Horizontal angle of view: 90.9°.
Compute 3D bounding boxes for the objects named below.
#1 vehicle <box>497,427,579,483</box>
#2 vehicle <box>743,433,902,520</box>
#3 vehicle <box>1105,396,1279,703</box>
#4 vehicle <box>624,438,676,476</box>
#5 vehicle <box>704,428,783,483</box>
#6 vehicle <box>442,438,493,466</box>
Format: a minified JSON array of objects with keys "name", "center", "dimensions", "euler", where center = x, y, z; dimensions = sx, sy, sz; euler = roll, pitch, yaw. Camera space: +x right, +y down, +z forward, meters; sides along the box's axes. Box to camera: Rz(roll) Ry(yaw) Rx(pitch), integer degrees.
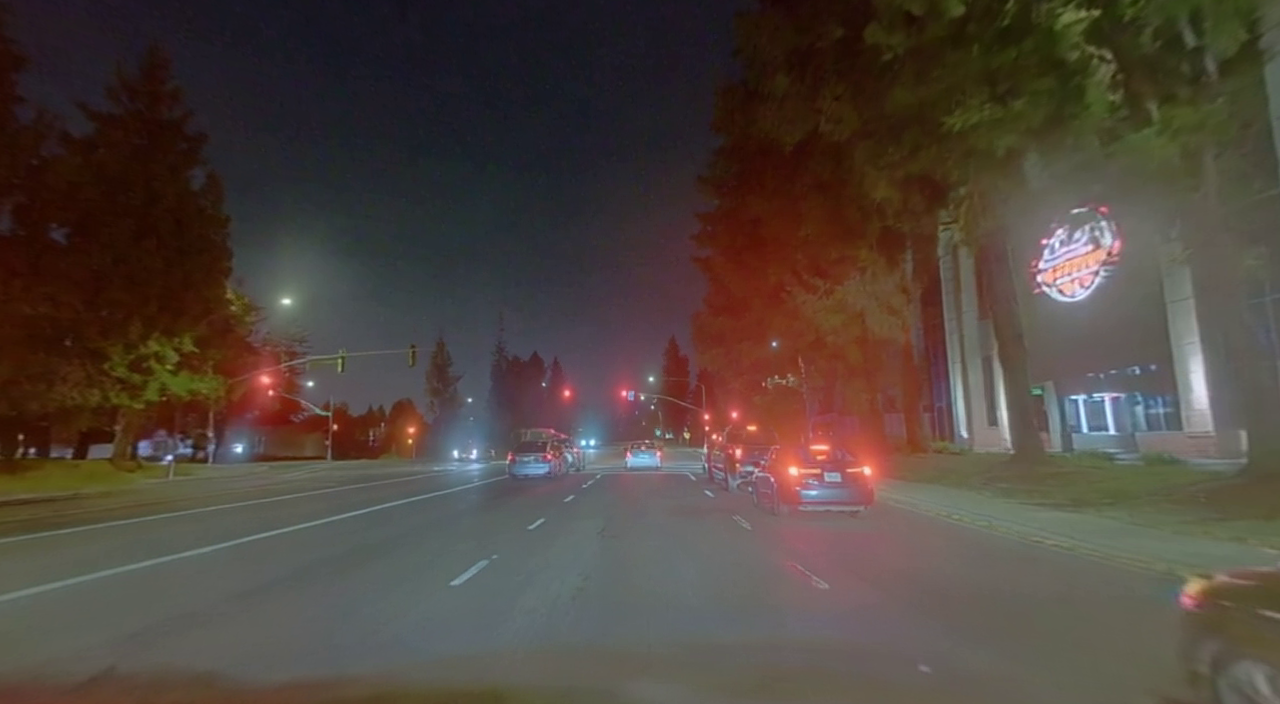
[{"name":"vehicle","center":[-3.397,3.539,21.854],"dimensions":[2.023,1.720,4.452],"euler":[0,-8,1]},{"name":"vehicle","center":[3.466,2.438,12.909],"dimensions":[1.913,1.463,4.198],"euler":[0,-8,-1]},{"name":"vehicle","center":[3.201,0.687,0.755],"dimensions":[1.948,1.474,4.360],"euler":[0,-8,0]},{"name":"vehicle","center":[0.341,4.236,25.671],"dimensions":[1.971,1.433,3.923],"euler":[0,-8,-1]},{"name":"vehicle","center":[3.504,3.585,22.070],"dimensions":[1.992,1.744,4.183],"euler":[0,-8,-1]},{"name":"vehicle","center":[-10.388,6.033,38.276],"dimensions":[1.989,1.598,4.054],"euler":[-1,-8,0]}]
